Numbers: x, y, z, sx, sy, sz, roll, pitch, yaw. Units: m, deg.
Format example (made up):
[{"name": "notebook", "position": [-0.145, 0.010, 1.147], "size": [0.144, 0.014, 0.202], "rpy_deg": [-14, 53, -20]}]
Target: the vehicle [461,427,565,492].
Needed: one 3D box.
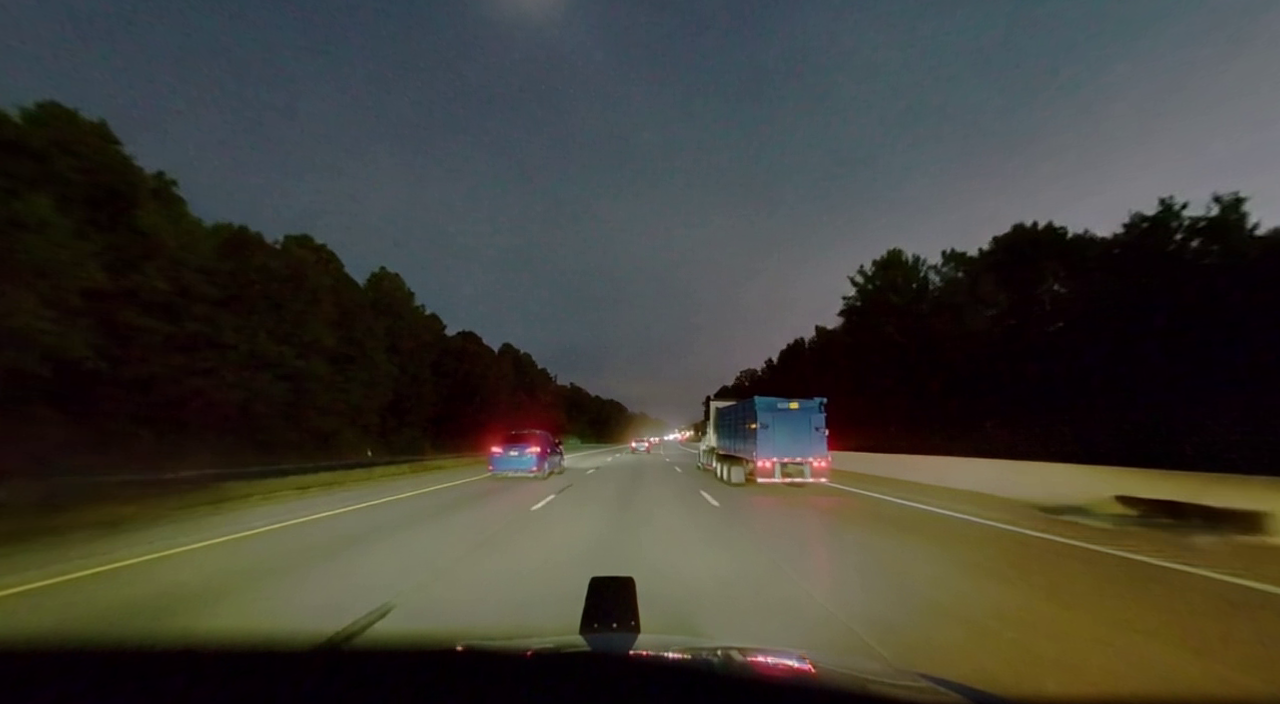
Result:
[{"name": "vehicle", "position": [-3.395, 2.957, 17.738], "size": [2.008, 1.588, 4.147], "rpy_deg": [0, -8, 1]}]

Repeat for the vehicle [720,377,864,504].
[{"name": "vehicle", "position": [3.354, 2.071, 14.900], "size": [2.256, 2.568, 4.049], "rpy_deg": [0, -8, -1]}]

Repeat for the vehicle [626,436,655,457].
[{"name": "vehicle", "position": [0.089, 7.323, 49.077], "size": [2.195, 1.529, 4.572], "rpy_deg": [0, -8, 1]}]
